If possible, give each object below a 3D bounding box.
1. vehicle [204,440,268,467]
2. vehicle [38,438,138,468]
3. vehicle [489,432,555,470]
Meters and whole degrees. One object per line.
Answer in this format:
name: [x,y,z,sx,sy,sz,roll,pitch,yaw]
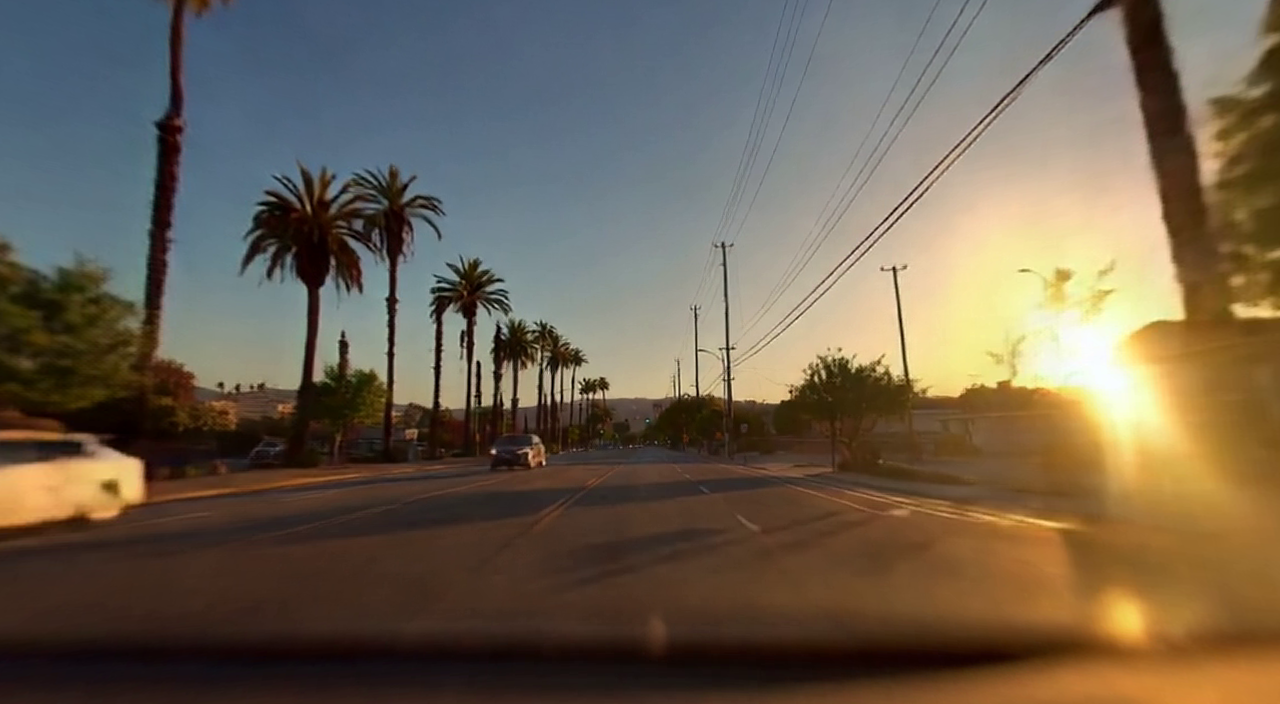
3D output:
vehicle: [-29.081,7.287,45.399,4.687,1.649,1.993,-7,-5,31]
vehicle: [-39.221,7.171,45.053,4.768,1.945,2.386,3,-8,-26]
vehicle: [-6.073,5.161,33.310,2.139,1.794,5.925,0,-8,2]
